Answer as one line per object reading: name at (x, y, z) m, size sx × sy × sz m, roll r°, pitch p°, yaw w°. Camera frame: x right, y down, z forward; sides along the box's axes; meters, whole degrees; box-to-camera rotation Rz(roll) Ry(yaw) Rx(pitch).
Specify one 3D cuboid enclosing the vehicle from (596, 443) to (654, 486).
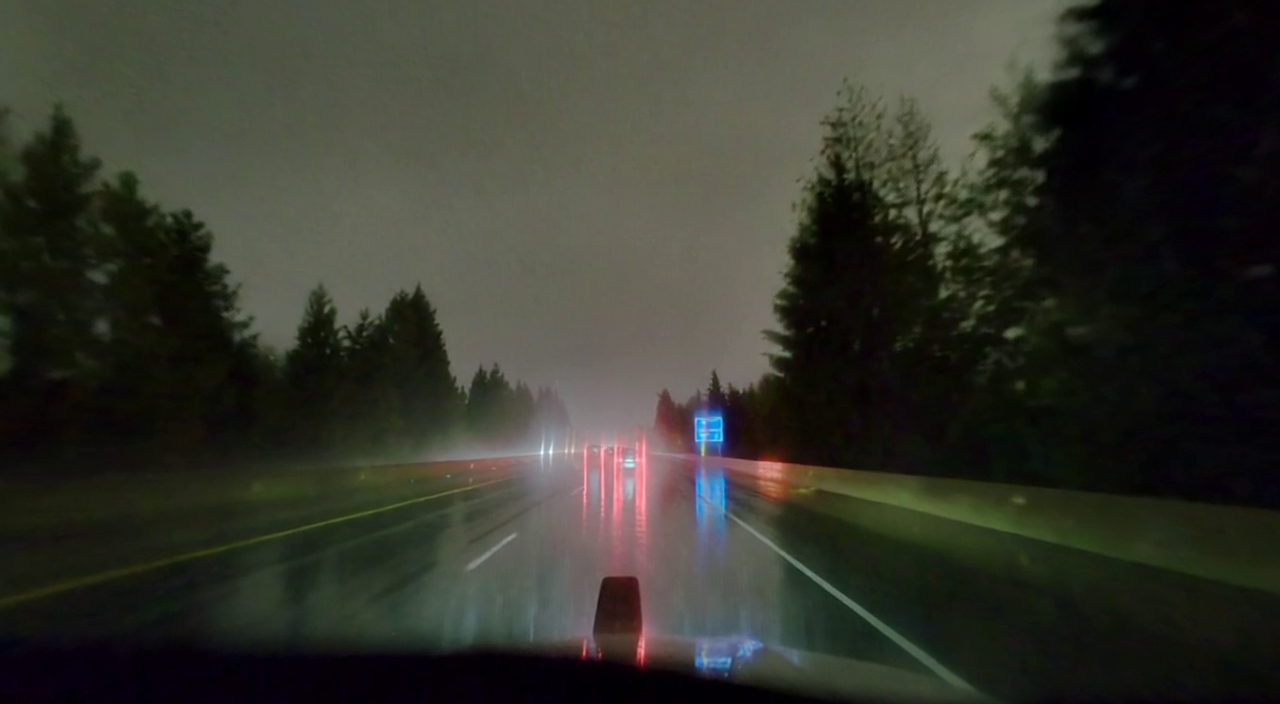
vehicle at (-0.557, 4.340, 24.400) m, size 2.066 × 1.490 × 3.759 m, roll -1°, pitch -9°, yaw 0°
